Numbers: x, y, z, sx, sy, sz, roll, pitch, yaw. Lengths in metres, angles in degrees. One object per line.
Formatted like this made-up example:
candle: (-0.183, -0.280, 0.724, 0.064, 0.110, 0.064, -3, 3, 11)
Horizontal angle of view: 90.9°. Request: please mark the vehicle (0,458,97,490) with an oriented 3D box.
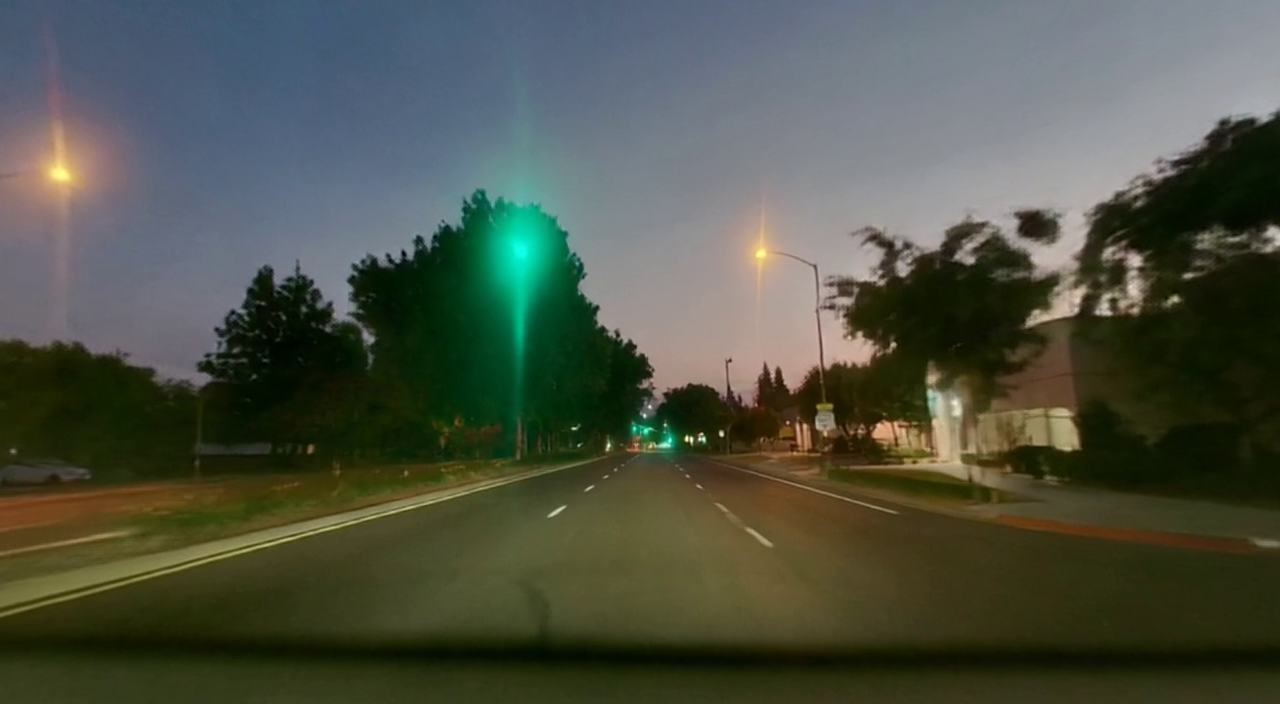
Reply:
vehicle: (-32.003, 6.447, 33.673, 1.876, 1.470, 4.706, 0, -8, -3)
